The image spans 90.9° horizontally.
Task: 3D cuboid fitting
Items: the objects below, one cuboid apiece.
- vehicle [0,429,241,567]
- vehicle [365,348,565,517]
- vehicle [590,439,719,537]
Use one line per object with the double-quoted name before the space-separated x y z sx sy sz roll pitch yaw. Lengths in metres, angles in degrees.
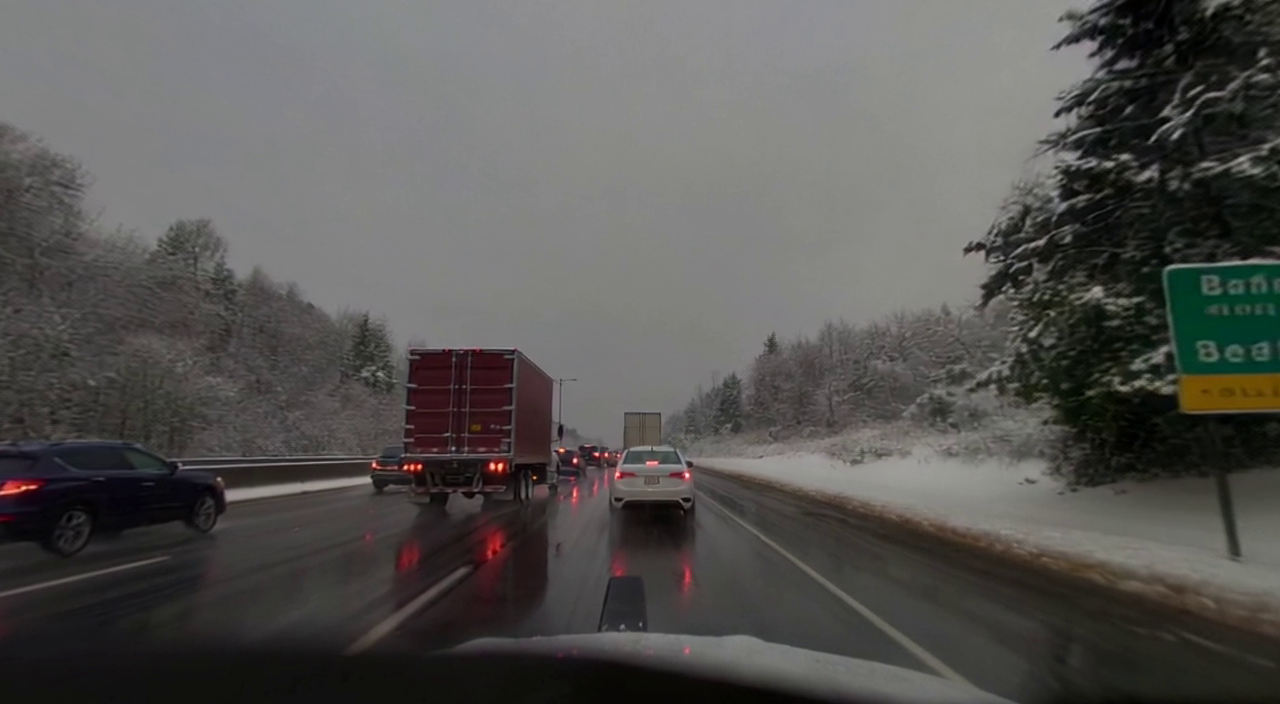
"vehicle" -7.867 1.877 8.661 1.824 1.489 4.422 0 -9 1
"vehicle" -3.864 2.151 16.257 2.832 3.293 7.782 0 -9 1
"vehicle" 0.220 2.381 11.530 1.995 1.495 3.380 0 -9 0
